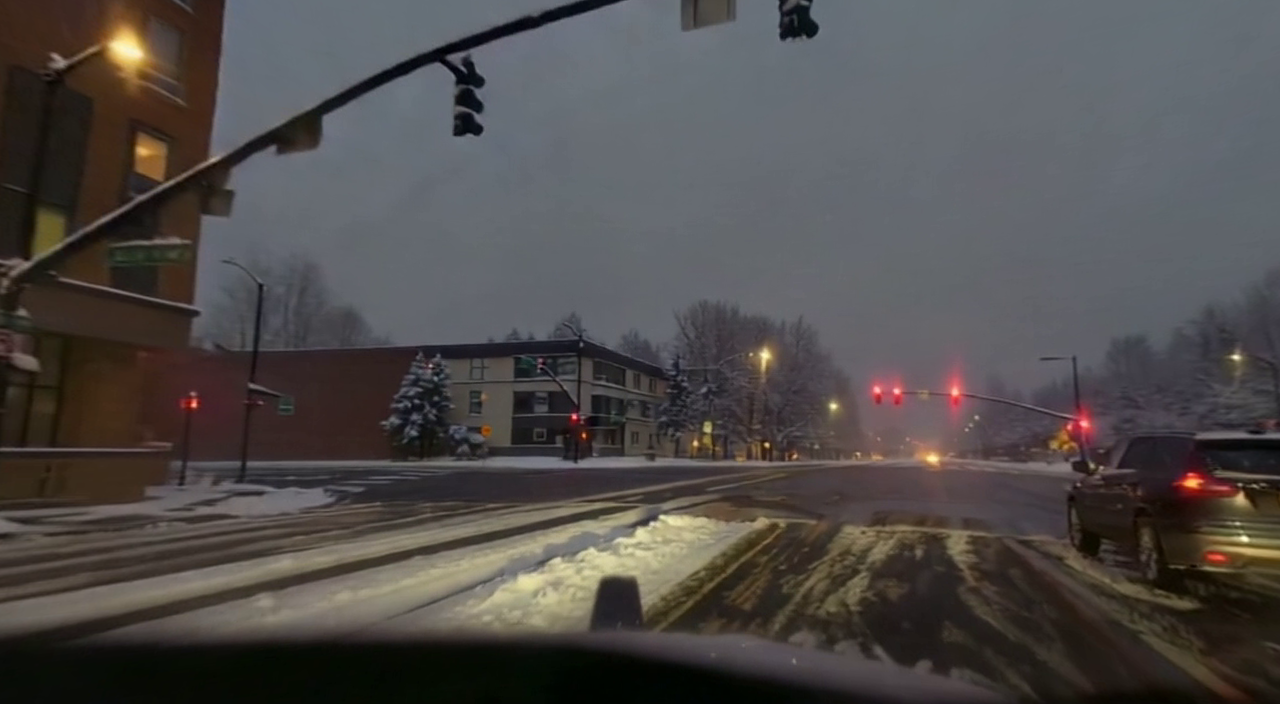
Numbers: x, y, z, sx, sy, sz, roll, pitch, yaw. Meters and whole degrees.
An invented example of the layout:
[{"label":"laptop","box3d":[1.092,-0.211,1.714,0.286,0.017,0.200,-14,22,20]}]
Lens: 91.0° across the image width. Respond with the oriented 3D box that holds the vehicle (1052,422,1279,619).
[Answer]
[{"label":"vehicle","box3d":[6.413,1.676,7.081,2.067,1.625,4.073,-3,-9,21]}]
